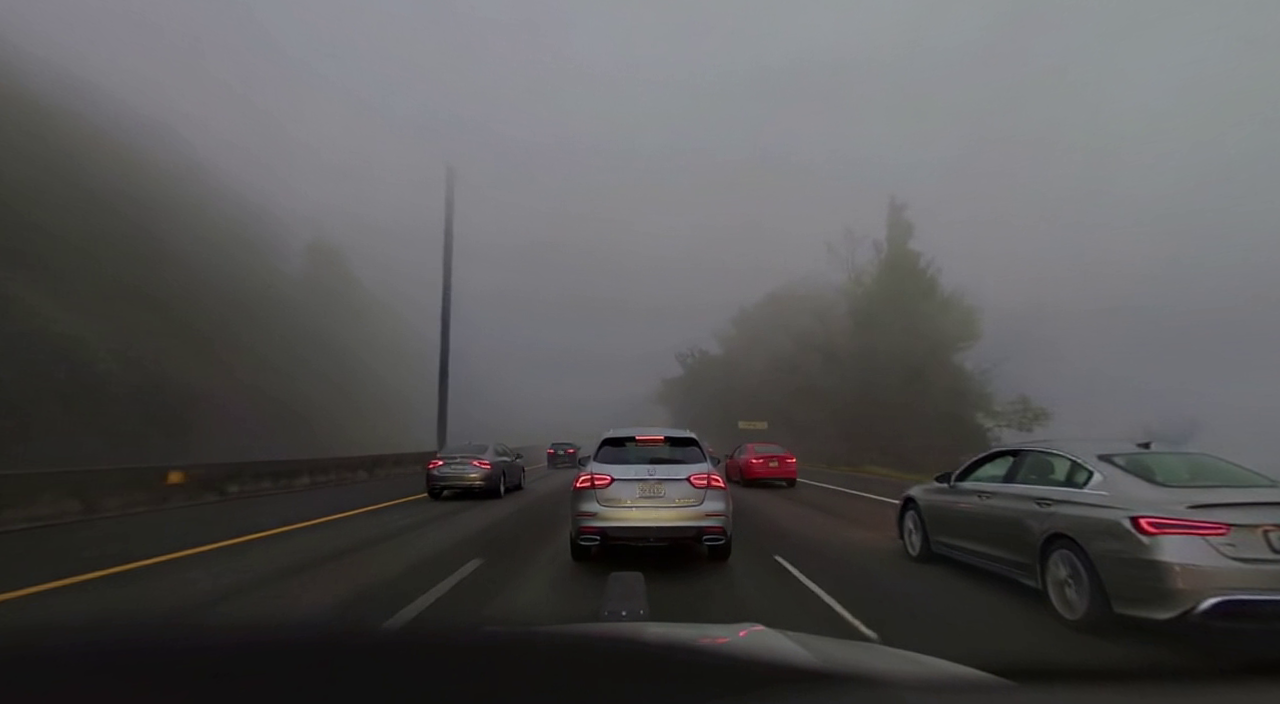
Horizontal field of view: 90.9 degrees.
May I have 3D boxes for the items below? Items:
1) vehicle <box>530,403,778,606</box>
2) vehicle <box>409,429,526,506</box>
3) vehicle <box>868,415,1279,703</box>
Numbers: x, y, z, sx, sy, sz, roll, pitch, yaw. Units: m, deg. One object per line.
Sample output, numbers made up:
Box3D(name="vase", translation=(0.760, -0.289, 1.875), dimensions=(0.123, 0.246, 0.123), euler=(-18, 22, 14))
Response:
Box3D(name="vehicle", translation=(0.079, 1.579, 7.296), dimensions=(2.093, 1.695, 3.782), euler=(0, -9, -1))
Box3D(name="vehicle", translation=(-4.245, 2.906, 16.182), dimensions=(1.890, 1.708, 3.844), euler=(0, -9, 0))
Box3D(name="vehicle", translation=(3.716, 1.362, 5.170), dimensions=(1.953, 1.434, 4.511), euler=(0, -9, -1))
